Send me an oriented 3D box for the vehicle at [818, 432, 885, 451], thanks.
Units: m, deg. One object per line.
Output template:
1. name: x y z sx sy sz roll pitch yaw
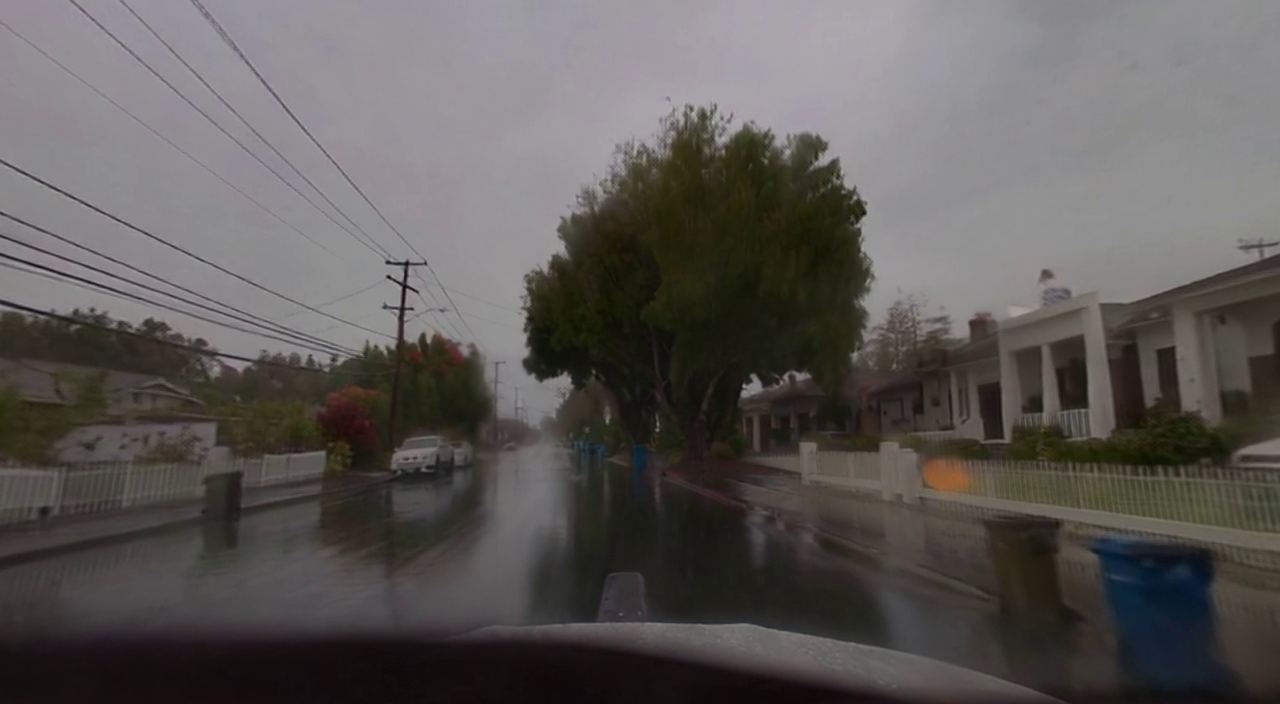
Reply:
1. vehicle: 12.974 5.511 38.820 3.606 1.094 1.420 1 -9 -5

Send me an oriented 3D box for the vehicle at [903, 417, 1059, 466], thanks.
1. vehicle: 12.783 3.392 23.863 4.842 1.728 1.875 1 -9 -5

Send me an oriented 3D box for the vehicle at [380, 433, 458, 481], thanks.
1. vehicle: -10.192 4.903 29.639 2.240 1.940 5.429 -1 -9 -6
